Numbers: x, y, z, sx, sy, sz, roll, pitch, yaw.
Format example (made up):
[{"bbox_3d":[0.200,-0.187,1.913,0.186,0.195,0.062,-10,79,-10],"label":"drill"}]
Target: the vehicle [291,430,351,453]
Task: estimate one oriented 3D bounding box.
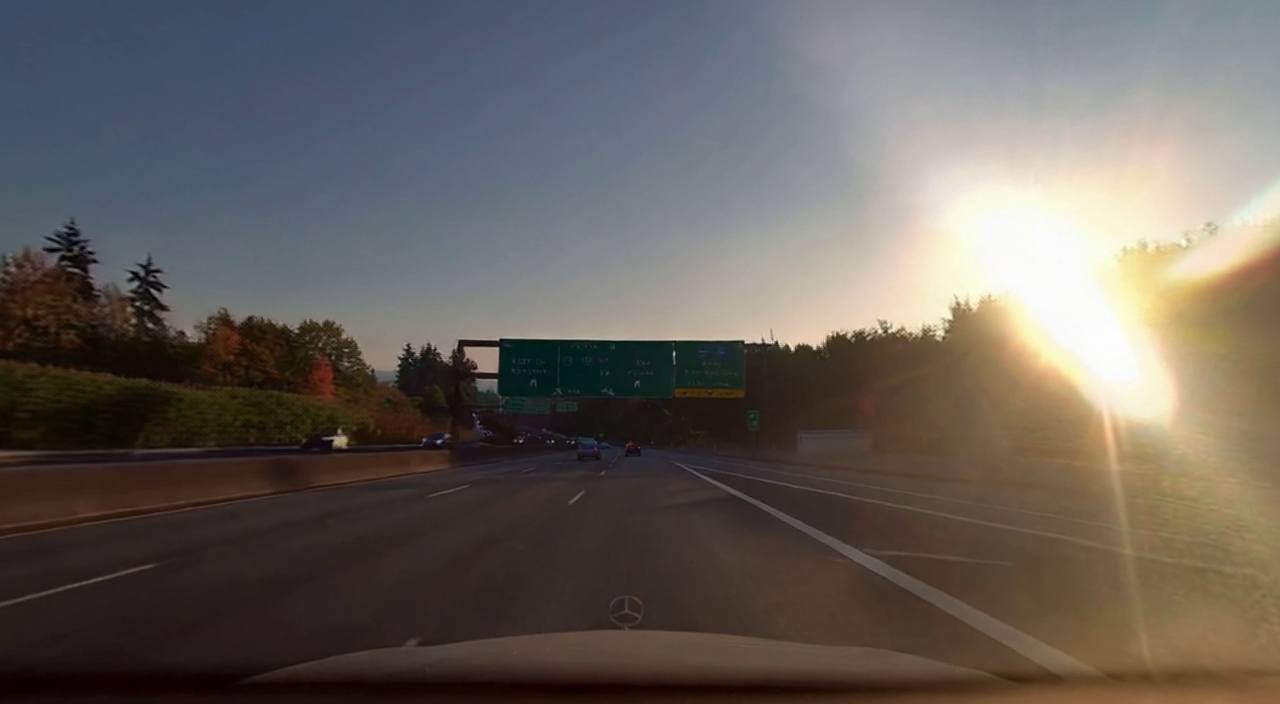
[{"bbox_3d":[-22.132,6.235,43.883,2.084,1.475,4.031,0,-8,-1],"label":"vehicle"}]
